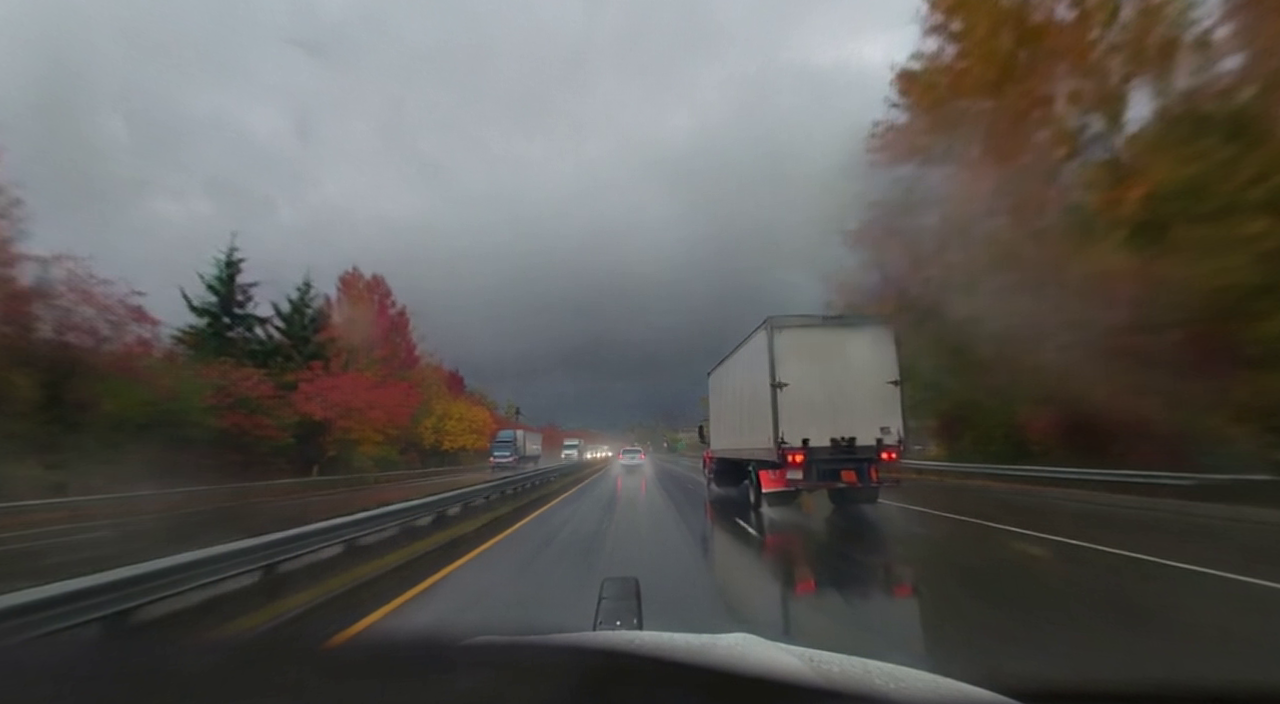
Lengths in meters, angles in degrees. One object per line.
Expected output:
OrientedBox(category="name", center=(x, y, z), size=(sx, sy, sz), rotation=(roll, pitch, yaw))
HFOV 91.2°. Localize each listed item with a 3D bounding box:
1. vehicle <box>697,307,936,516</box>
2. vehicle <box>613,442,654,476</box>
OrientedBox(category="vehicle", center=(4.016, 2.158, 19.090), size=(3.068, 4.042, 13.787), rotation=(-1, -9, -1))
OrientedBox(category="vehicle", center=(-0.378, 5.915, 34.896), size=(2.151, 1.693, 4.201), rotation=(0, -9, -1))
